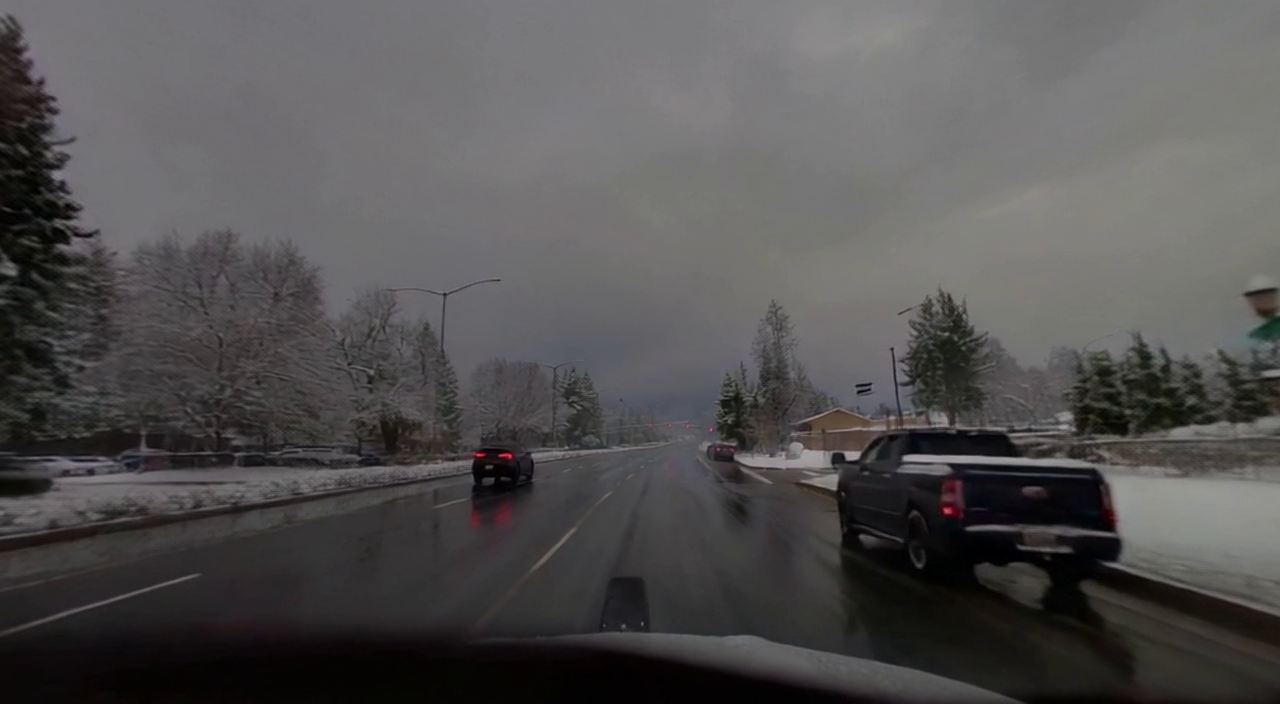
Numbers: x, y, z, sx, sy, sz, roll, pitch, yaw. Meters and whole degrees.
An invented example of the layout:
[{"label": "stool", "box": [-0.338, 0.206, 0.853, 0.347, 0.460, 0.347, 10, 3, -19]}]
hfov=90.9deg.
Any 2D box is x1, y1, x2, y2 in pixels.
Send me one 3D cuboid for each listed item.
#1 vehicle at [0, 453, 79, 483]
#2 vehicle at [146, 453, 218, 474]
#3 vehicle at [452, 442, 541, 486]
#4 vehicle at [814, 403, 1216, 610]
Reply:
[{"label": "vehicle", "box": [-30.499, 5.614, 30.611, 4.390, 1.387, 1.936, 1, -9, -8]}, {"label": "vehicle", "box": [-34.194, 8.334, 47.162, 3.856, 1.439, 1.884, 2, -9, -12]}, {"label": "vehicle", "box": [-5.210, 4.130, 23.586, 2.060, 1.473, 4.645, 0, -8, 2]}, {"label": "vehicle", "box": [3.772, 1.633, 7.666, 2.064, 1.697, 4.718, 0, -8, 2]}]
